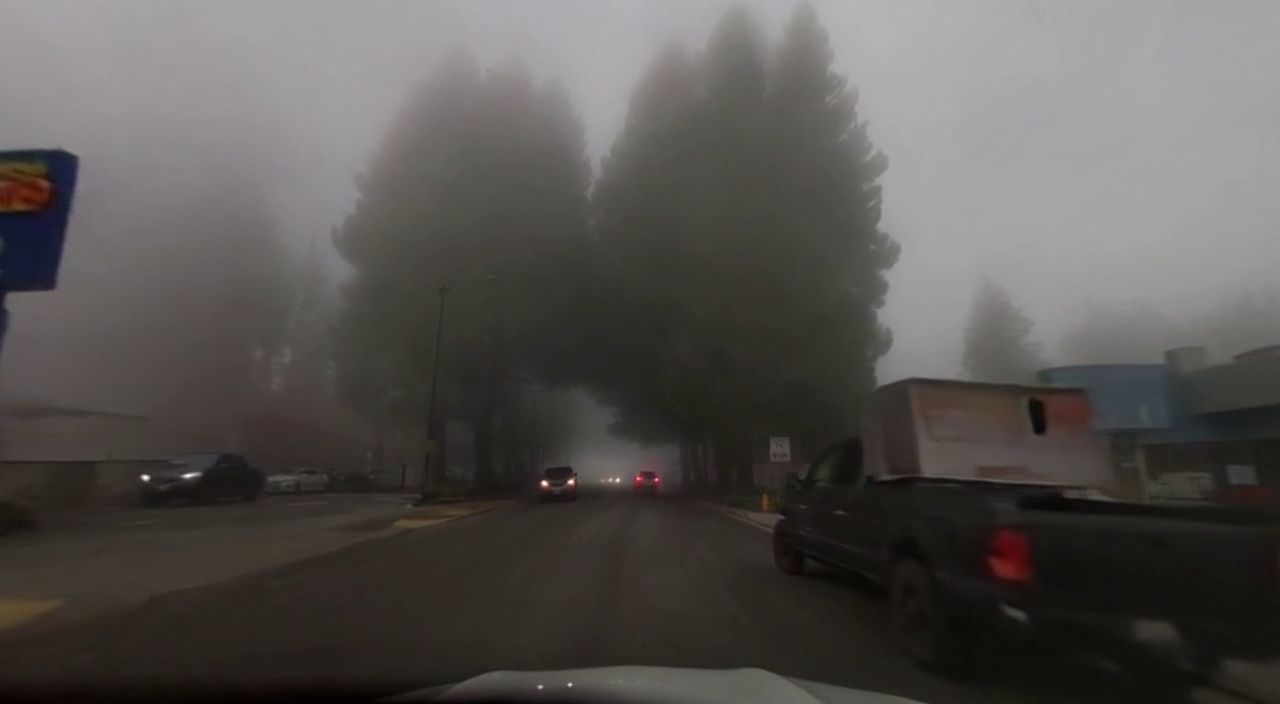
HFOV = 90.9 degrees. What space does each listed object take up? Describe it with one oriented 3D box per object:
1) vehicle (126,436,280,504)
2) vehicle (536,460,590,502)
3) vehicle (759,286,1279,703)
[{"bbox_3d":[-13.744,3.718,20.200,2.062,1.889,4.115,2,-9,-4],"label":"vehicle"},{"bbox_3d":[-3.732,6.397,31.469,2.165,1.889,4.825,1,-11,-1],"label":"vehicle"},{"bbox_3d":[3.246,1.493,6.641,2.472,2.484,6.609,1,-11,-2],"label":"vehicle"}]
